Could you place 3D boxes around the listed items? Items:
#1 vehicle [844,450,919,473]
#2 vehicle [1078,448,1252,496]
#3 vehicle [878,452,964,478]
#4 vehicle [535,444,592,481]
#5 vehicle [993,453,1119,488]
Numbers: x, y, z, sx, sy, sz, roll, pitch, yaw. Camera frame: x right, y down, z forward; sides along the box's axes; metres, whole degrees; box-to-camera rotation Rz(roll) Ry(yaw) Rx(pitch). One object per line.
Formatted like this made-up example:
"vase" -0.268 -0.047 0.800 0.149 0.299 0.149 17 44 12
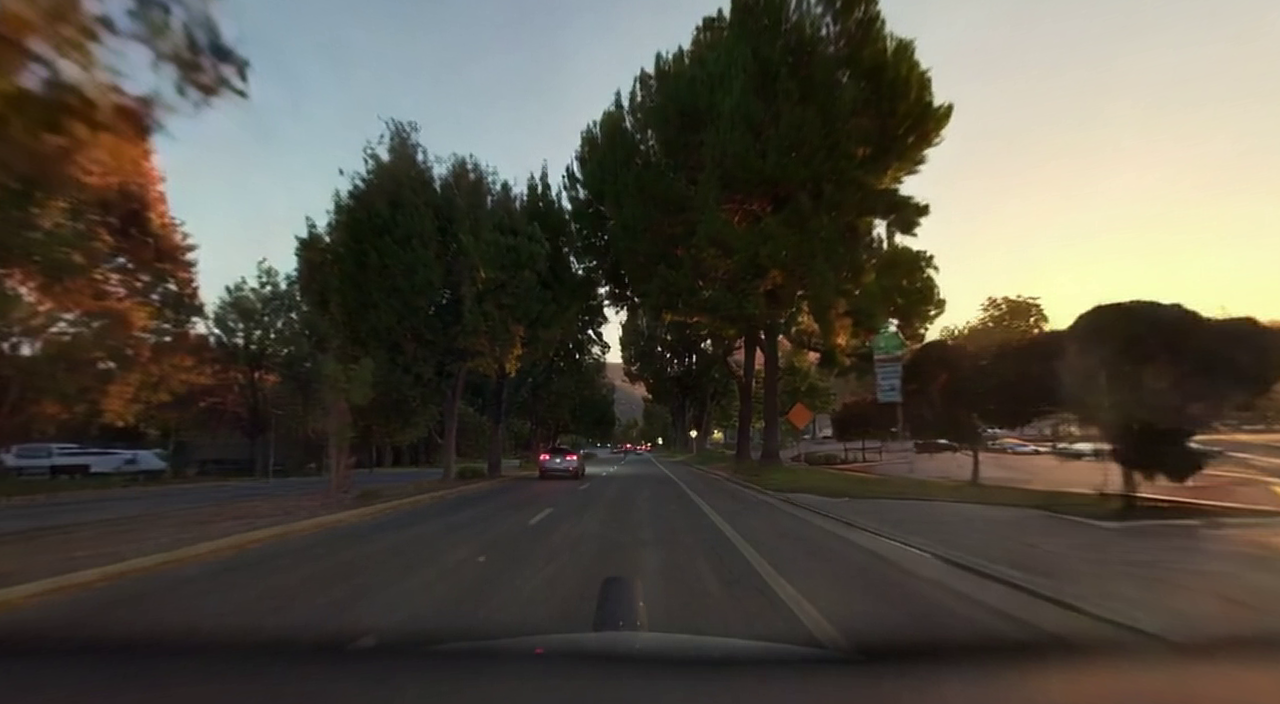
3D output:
"vehicle" 16.291 7.377 42.691 4.226 1.499 1.943 1 -9 -10
"vehicle" 18.526 4.210 22.441 4.520 1.557 2.056 1 -9 -6
"vehicle" 16.583 6.684 37.429 4.172 1.407 1.931 1 -9 -7
"vehicle" -3.364 4.939 28.517 2.030 1.550 3.925 0 -8 1
"vehicle" 17.948 5.113 27.338 4.230 1.384 1.882 1 -9 -7
